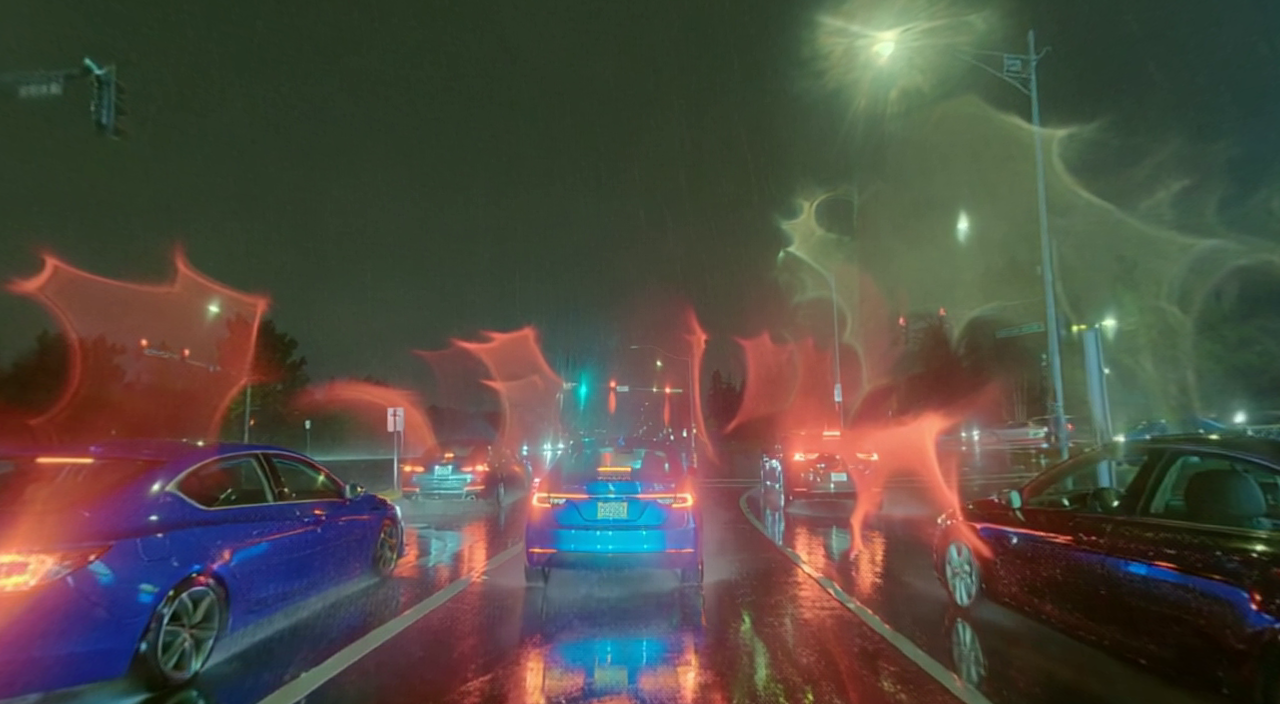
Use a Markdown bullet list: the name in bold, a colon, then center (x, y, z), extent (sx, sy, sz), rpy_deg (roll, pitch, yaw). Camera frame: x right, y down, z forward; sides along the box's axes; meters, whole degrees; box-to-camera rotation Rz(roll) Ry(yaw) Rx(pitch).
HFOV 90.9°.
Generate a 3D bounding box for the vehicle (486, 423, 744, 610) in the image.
- **vehicle**: center (-0.188, 1.623, 7.124), extent (2.059, 1.477, 3.988), rpy_deg (0, -8, 0)

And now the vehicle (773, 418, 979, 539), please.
- **vehicle**: center (3.764, 2.097, 11.011), extent (2.007, 1.683, 4.171), rpy_deg (0, -8, 1)

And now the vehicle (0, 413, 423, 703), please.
- **vehicle**: center (-3.404, 1.298, 4.712), extent (1.980, 1.454, 4.226), rpy_deg (0, -8, 1)

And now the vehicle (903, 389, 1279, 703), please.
- **vehicle**: center (3.423, 1.076, 3.600), extent (1.981, 1.499, 4.536), rpy_deg (0, -8, 2)
